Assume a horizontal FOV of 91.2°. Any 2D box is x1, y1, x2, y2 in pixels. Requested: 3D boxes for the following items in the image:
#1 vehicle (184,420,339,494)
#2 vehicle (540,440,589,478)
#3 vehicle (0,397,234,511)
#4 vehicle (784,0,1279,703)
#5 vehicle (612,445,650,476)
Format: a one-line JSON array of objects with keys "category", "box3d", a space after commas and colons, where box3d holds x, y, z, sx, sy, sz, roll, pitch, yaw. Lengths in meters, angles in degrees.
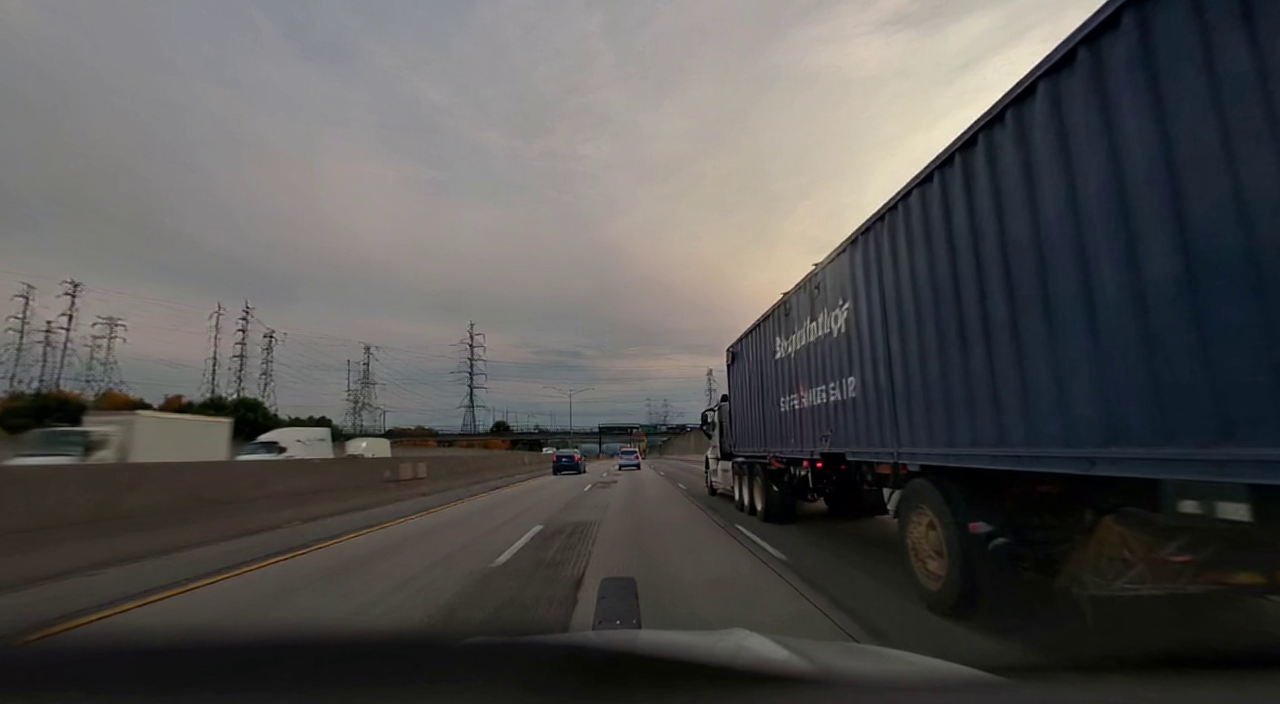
[{"category": "vehicle", "box3d": [-20.388, 5.766, 34.743, 2.756, 3.490, 9.284, 0, -9, 0]}, {"category": "vehicle", "box3d": [-4.014, 5.806, 34.157, 2.077, 1.884, 4.961, 0, -9, -1]}, {"category": "vehicle", "box3d": [-20.113, 3.980, 24.727, 2.895, 3.724, 7.725, 0, -9, 0]}, {"category": "vehicle", "box3d": [3.930, 0.222, 6.081, 2.859, 3.917, 8.481, 0, -9, -1]}, {"category": "vehicle", "box3d": [-0.512, 6.098, 35.320, 2.004, 1.615, 4.113, 0, -9, -1]}]
